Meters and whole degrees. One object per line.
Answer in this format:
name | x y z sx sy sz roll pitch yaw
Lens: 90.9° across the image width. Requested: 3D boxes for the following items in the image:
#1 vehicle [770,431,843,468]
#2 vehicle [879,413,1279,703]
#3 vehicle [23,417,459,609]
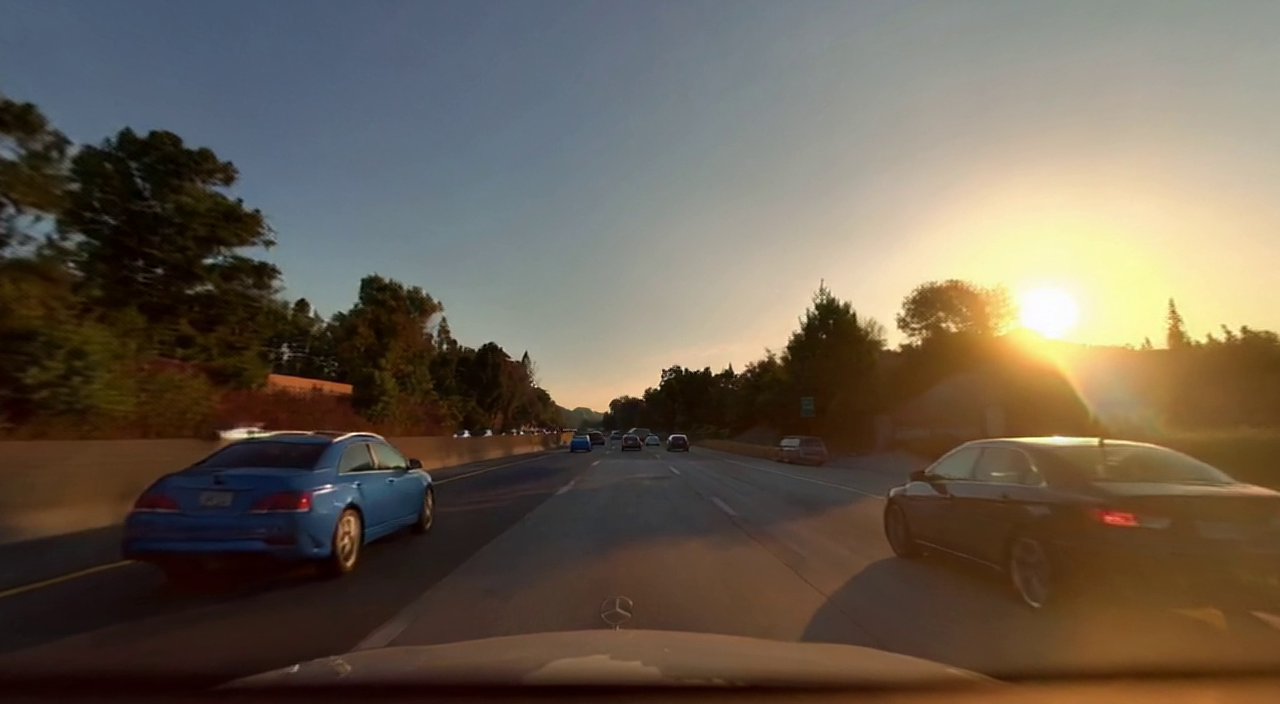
vehicle | 8.080 4.772 31.088 2.156 1.679 4.492 0 -8 -3
vehicle | 3.724 1.350 5.238 1.883 1.536 3.792 0 -8 -2
vehicle | -3.929 1.628 7.581 2.032 1.535 4.889 0 -8 0
